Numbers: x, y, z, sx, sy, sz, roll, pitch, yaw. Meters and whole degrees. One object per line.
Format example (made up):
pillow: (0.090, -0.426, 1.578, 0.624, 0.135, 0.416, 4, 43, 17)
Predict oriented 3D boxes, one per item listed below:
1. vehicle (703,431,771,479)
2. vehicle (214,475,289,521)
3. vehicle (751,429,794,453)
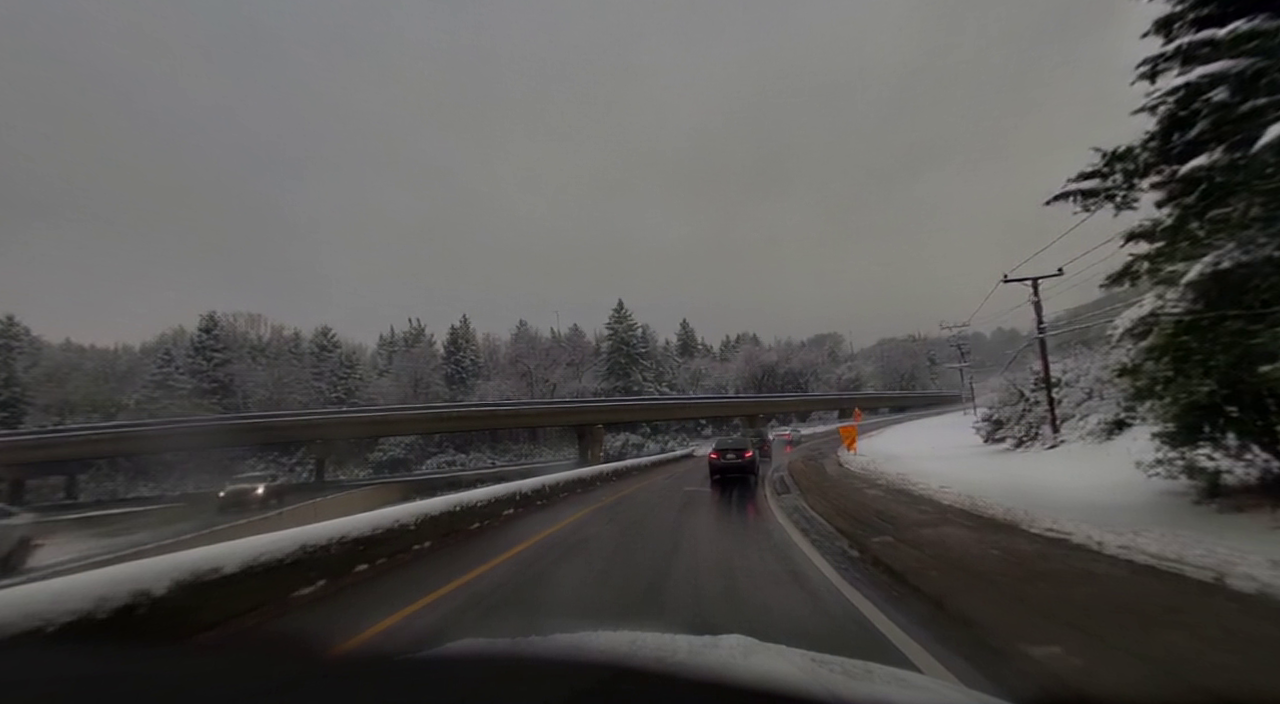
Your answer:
vehicle: (3.493, 3.573, 22.093, 2.091, 1.482, 4.321, -2, -9, 11)
vehicle: (-15.725, 5.875, 25.679, 1.879, 1.449, 4.002, 3, -9, -22)
vehicle: (8.561, 5.728, 40.433, 2.078, 1.474, 4.165, -3, -9, 20)
